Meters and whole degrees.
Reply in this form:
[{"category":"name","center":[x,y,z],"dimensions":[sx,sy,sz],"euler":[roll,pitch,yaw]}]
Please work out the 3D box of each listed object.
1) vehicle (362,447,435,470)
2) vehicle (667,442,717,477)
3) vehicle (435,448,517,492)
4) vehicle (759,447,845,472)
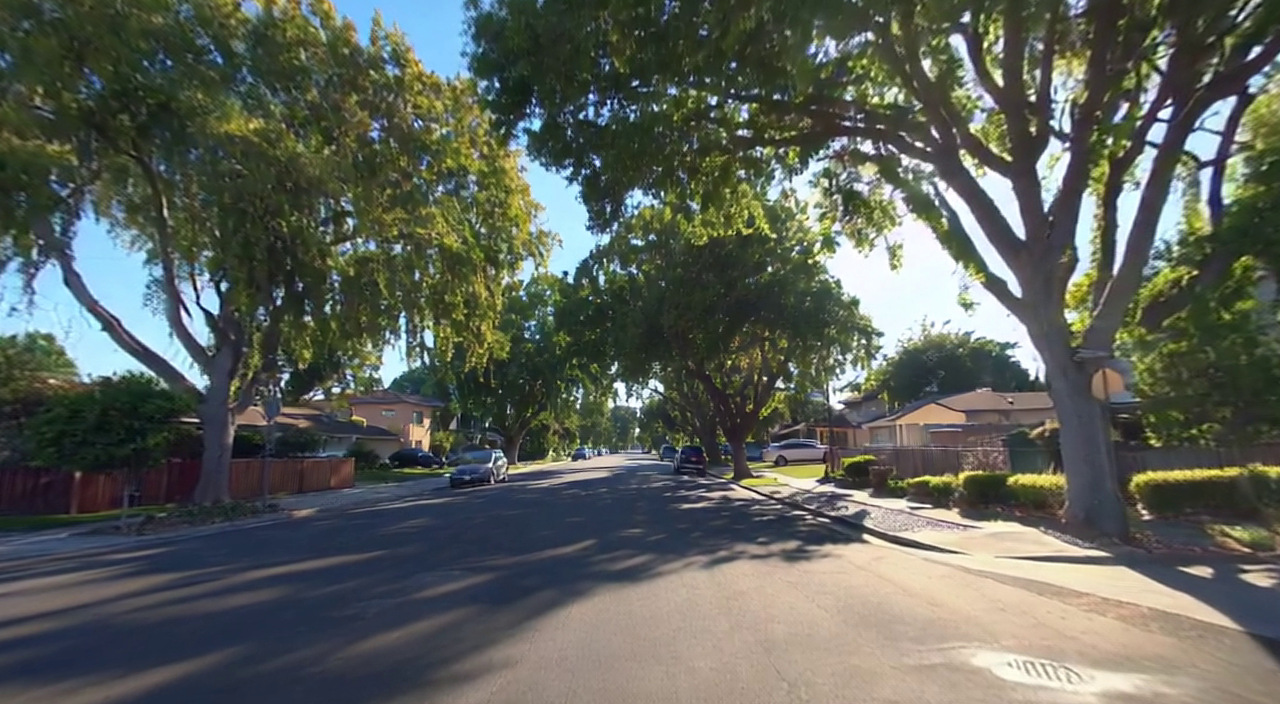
[{"category":"vehicle","center":[-16.561,7.291,43.439],"dimensions":[4.276,1.463,1.832],"euler":[-1,-8,6]},{"category":"vehicle","center":[2.896,6.129,36.352],"dimensions":[2.241,1.875,5.059],"euler":[1,-8,-2]},{"category":"vehicle","center":[-6.609,4.776,25.960],"dimensions":[2.099,1.399,4.357],"euler":[-4,-7,1]},{"category":"vehicle","center":[10.133,6.756,39.889],"dimensions":[5.041,1.486,1.969],"euler":[-1,-8,8]}]
